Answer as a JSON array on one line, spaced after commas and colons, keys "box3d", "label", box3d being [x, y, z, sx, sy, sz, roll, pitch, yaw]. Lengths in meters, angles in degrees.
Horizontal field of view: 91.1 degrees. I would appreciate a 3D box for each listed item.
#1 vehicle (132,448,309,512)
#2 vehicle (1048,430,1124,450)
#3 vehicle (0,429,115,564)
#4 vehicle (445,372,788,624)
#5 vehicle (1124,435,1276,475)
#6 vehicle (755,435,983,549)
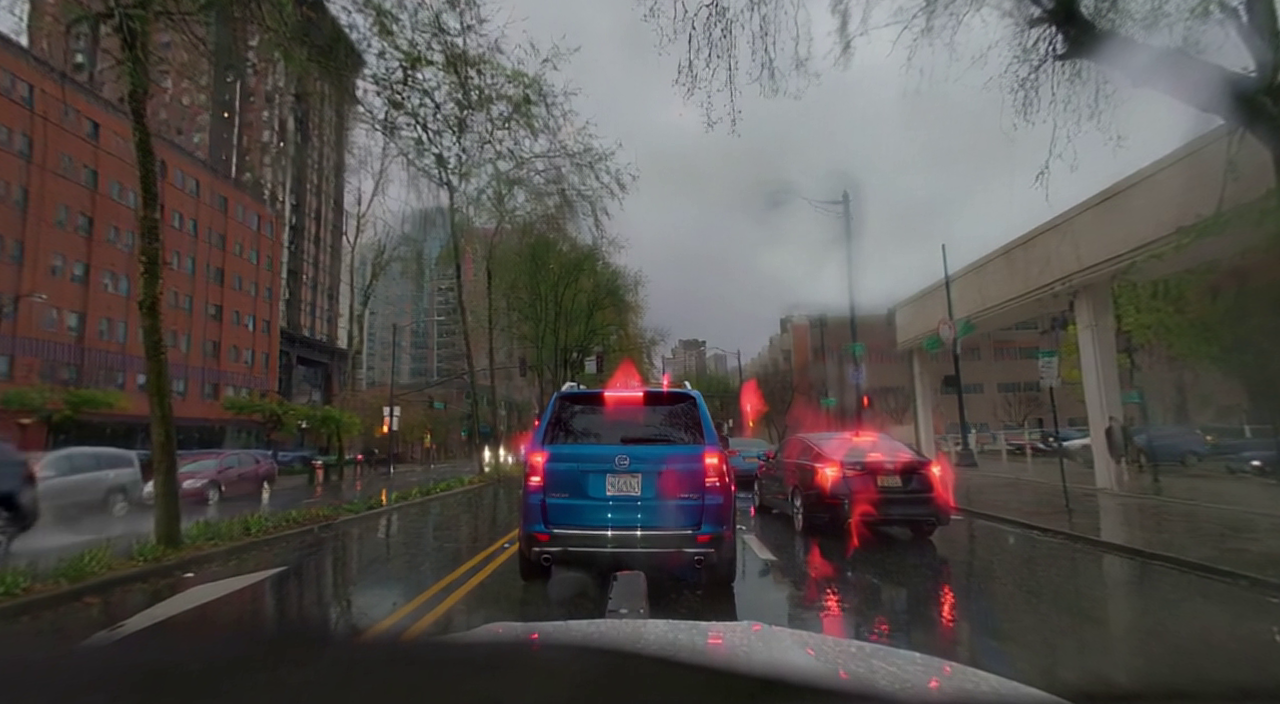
[{"box3d": [-12.461, 3.782, 19.160, 2.207, 1.648, 4.675, 0, -8, -1], "label": "vehicle"}, {"box3d": [35.506, 7.040, 49.946, 5.224, 1.515, 2.164, 3, -9, -18], "label": "vehicle"}, {"box3d": [-9.282, 1.789, 7.594, 2.054, 1.722, 4.292, 0, -8, 1], "label": "vehicle"}, {"box3d": [-0.159, 1.363, 6.757, 2.453, 1.816, 4.300, 0, -8, 0], "label": "vehicle"}, {"box3d": [22.104, 4.060, 24.998, 4.055, 1.469, 1.848, -4, -9, 26], "label": "vehicle"}, {"box3d": [3.289, 2.086, 10.074, 2.056, 1.422, 4.130, 0, -8, -1], "label": "vehicle"}]
